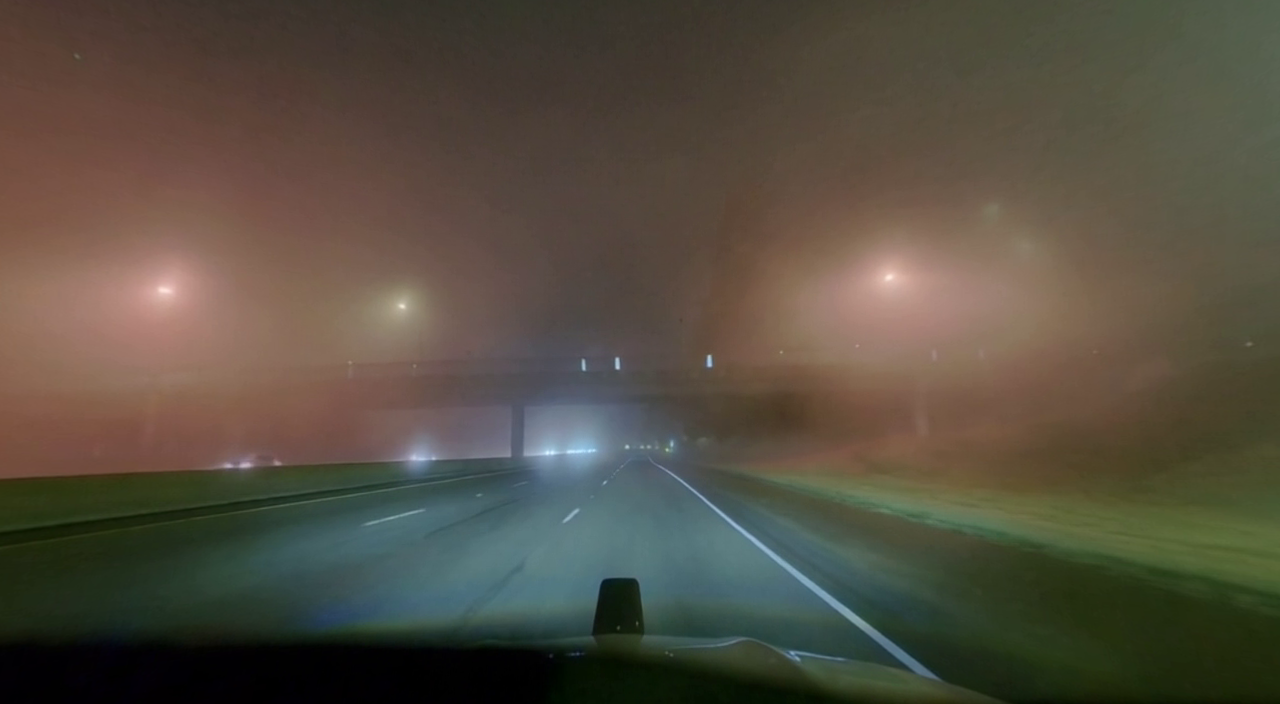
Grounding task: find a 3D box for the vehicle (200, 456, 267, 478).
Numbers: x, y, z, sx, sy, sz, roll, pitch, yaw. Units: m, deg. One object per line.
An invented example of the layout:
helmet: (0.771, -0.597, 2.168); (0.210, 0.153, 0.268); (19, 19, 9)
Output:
vehicle: (-32.025, 9.049, 49.779); (1.926, 1.548, 4.905); (0, -9, 1)
